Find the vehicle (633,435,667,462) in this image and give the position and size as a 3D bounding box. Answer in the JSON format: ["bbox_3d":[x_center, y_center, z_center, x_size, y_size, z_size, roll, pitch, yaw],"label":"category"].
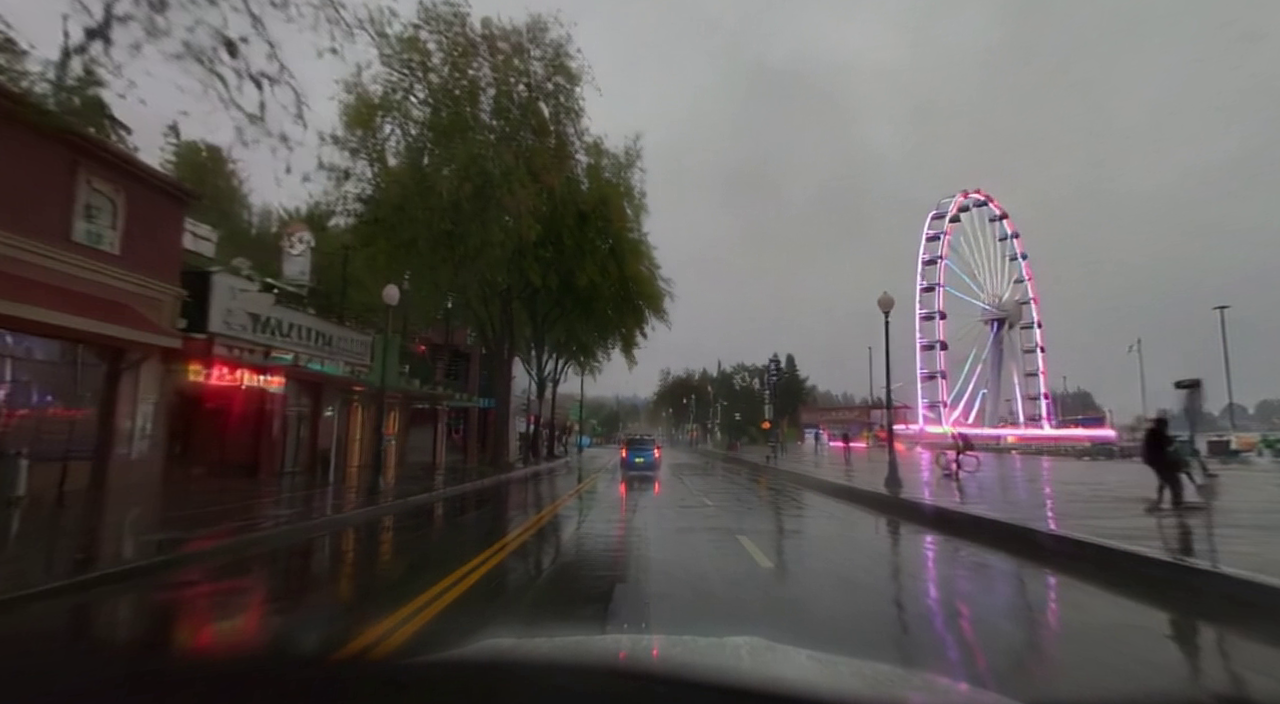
[{"bbox_3d":[0.657,6.622,43.359,2.221,1.773,4.228,0,-8,0],"label":"vehicle"}]
